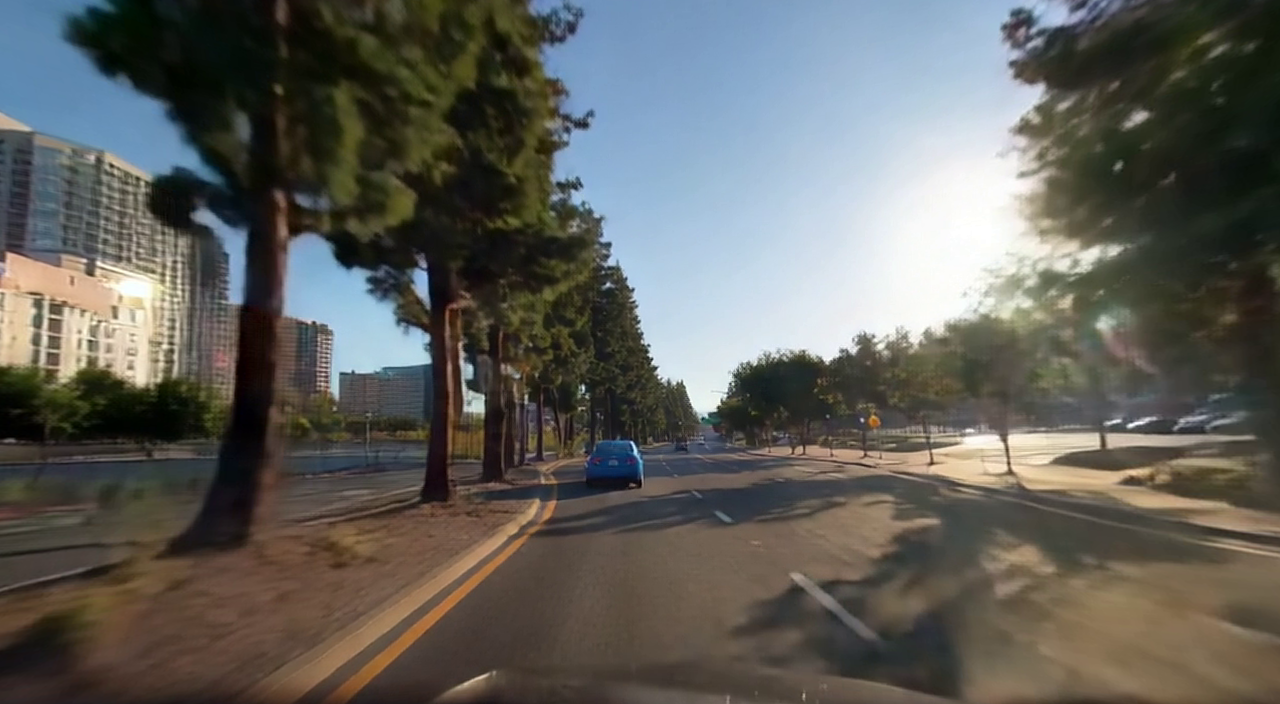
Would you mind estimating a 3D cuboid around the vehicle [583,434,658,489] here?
[{"bbox_3d":[-0.677,3.347,19.718,2.042,1.479,4.601,0,-8,-4],"label":"vehicle"}]
